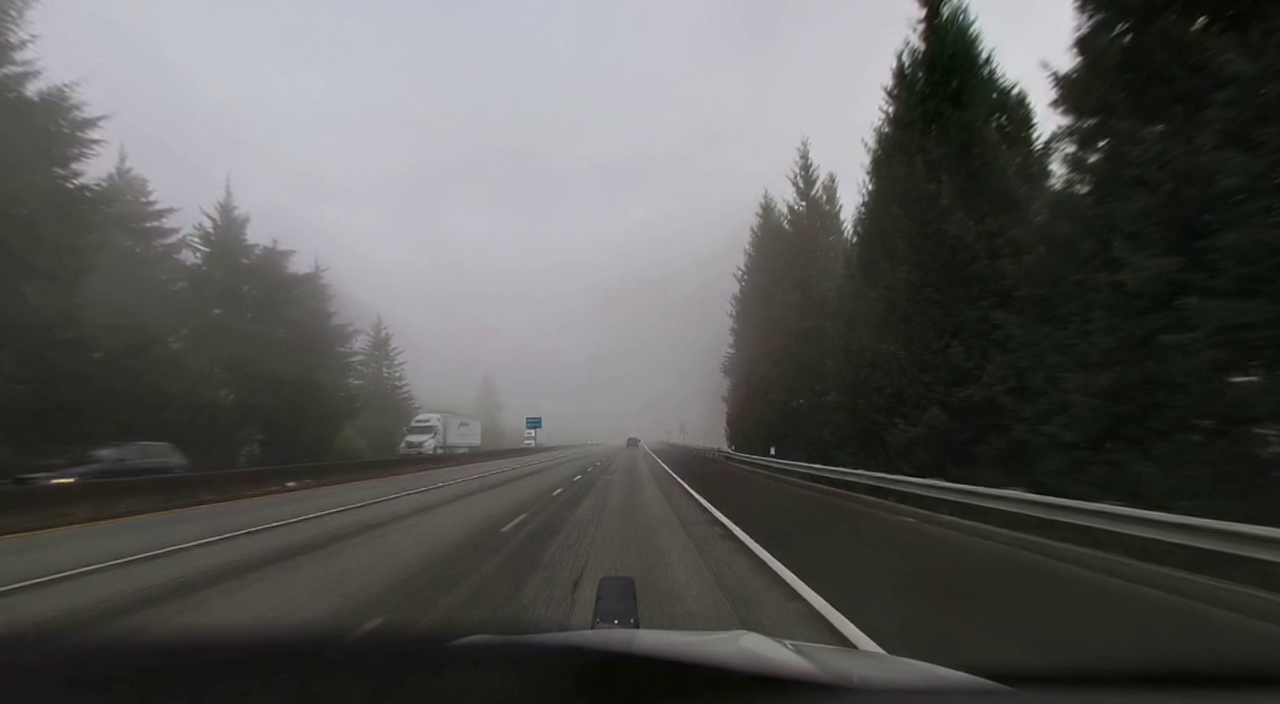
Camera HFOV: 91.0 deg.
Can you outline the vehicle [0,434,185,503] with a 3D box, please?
[{"bbox_3d":[-13.282,2.737,15.206,1.837,1.432,3.770,0,-8,-2],"label":"vehicle"}]
